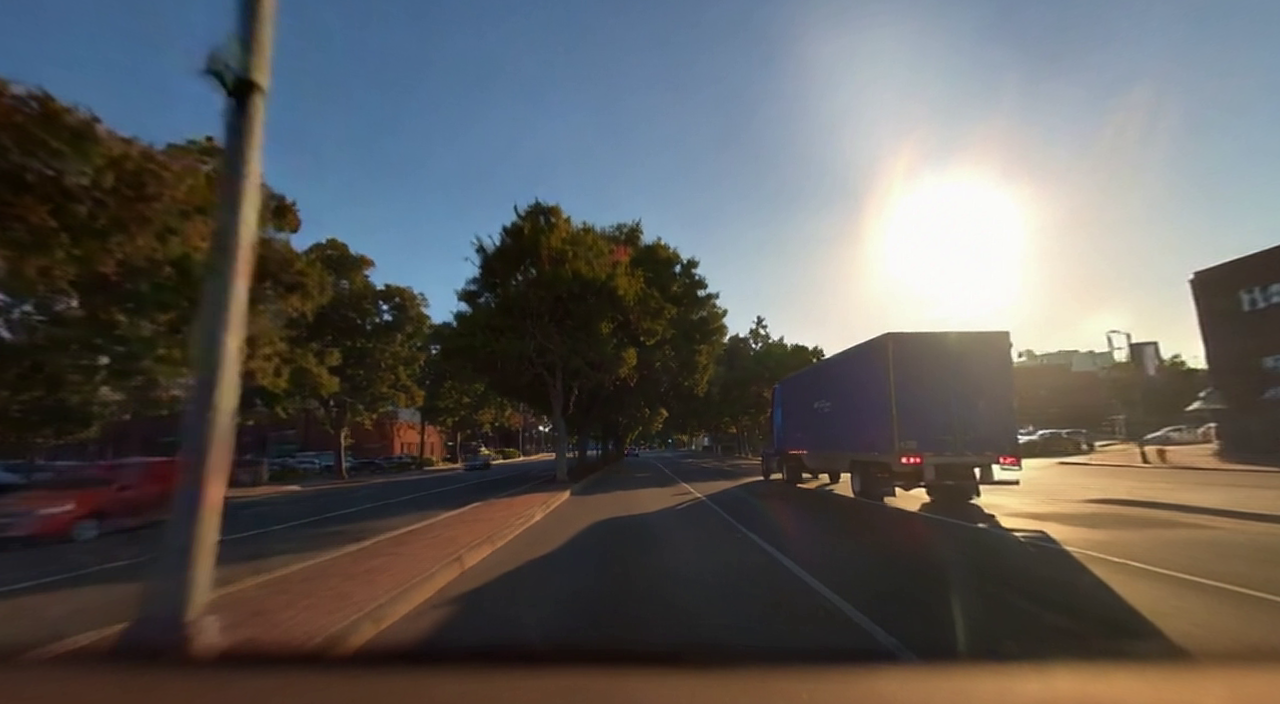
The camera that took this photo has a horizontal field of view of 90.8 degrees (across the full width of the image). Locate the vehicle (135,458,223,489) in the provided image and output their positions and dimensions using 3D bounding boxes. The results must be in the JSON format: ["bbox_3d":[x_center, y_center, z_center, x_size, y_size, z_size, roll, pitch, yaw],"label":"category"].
[{"bbox_3d":[-30.313,7.965,41.769,1.995,1.773,4.984,-4,-10,1],"label":"vehicle"}]

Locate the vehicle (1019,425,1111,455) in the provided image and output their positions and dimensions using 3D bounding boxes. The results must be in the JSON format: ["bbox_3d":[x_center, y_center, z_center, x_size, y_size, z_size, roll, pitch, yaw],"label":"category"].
[{"bbox_3d":[32.401,6.716,48.318,5.310,2.217,2.276,0,-8,2],"label":"vehicle"}]

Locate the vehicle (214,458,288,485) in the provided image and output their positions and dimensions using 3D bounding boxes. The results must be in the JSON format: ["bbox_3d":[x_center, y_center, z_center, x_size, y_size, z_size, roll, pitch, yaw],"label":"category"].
[{"bbox_3d":[-27.930,8.573,45.617,2.037,1.764,5.556,0,-9,-4],"label":"vehicle"}]

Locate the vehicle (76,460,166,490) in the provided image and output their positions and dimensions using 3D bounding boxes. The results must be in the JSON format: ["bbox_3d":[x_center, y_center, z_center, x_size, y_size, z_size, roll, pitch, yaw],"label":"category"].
[{"bbox_3d":[-33.931,8.047,41.498,1.963,1.756,4.606,0,-9,0],"label":"vehicle"}]

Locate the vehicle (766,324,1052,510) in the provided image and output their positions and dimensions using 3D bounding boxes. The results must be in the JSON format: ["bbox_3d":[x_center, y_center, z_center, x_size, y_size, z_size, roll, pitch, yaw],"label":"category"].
[{"bbox_3d":[6.605,2.164,18.654,3.120,3.794,11.510,0,-9,-1],"label":"vehicle"}]

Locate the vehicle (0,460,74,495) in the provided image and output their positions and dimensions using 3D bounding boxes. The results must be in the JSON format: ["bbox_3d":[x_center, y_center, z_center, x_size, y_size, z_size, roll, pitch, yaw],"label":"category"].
[{"bbox_3d":[-33.906,6.693,33.880,2.008,1.710,5.515,0,-9,0],"label":"vehicle"}]
